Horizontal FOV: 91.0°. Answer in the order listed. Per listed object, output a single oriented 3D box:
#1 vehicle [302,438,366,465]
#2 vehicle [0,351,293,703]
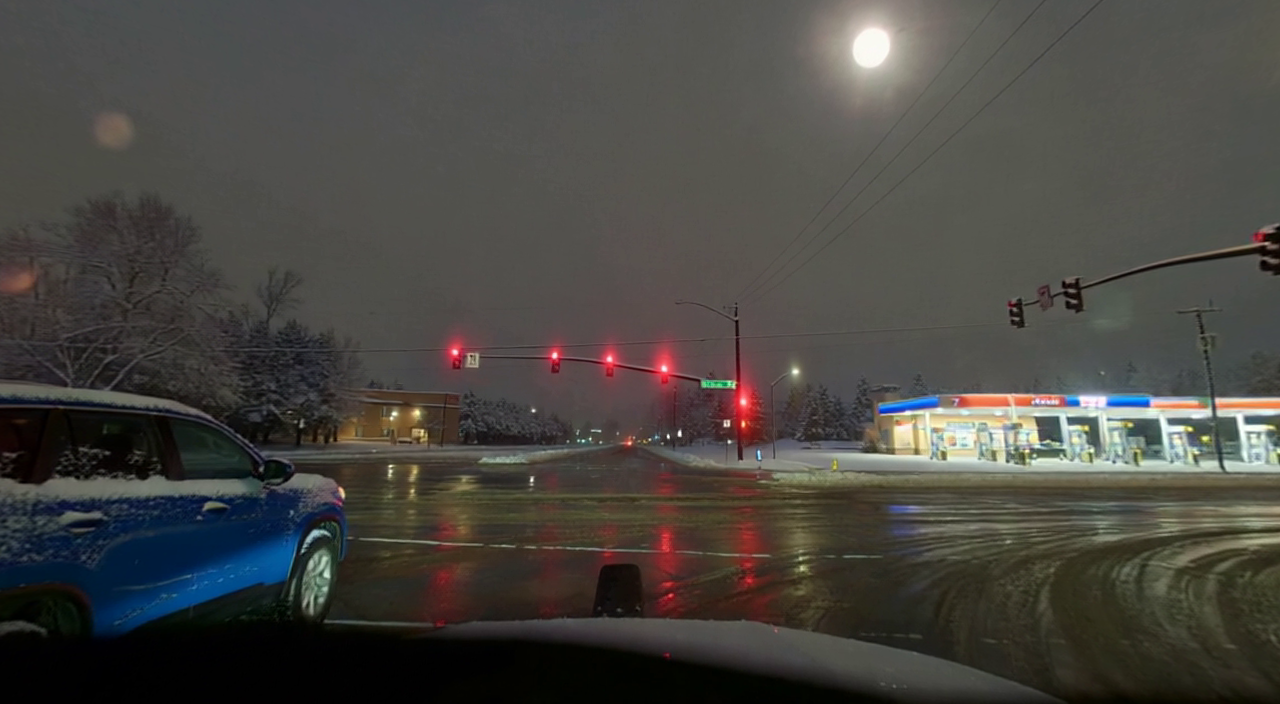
[{"bbox_3d":[-20.472,6.708,42.327,2.004,1.699,4.486,0,-9,1],"label":"vehicle"},{"bbox_3d":[-3.426,0.805,2.046,2.053,1.690,4.364,0,-9,1],"label":"vehicle"}]
